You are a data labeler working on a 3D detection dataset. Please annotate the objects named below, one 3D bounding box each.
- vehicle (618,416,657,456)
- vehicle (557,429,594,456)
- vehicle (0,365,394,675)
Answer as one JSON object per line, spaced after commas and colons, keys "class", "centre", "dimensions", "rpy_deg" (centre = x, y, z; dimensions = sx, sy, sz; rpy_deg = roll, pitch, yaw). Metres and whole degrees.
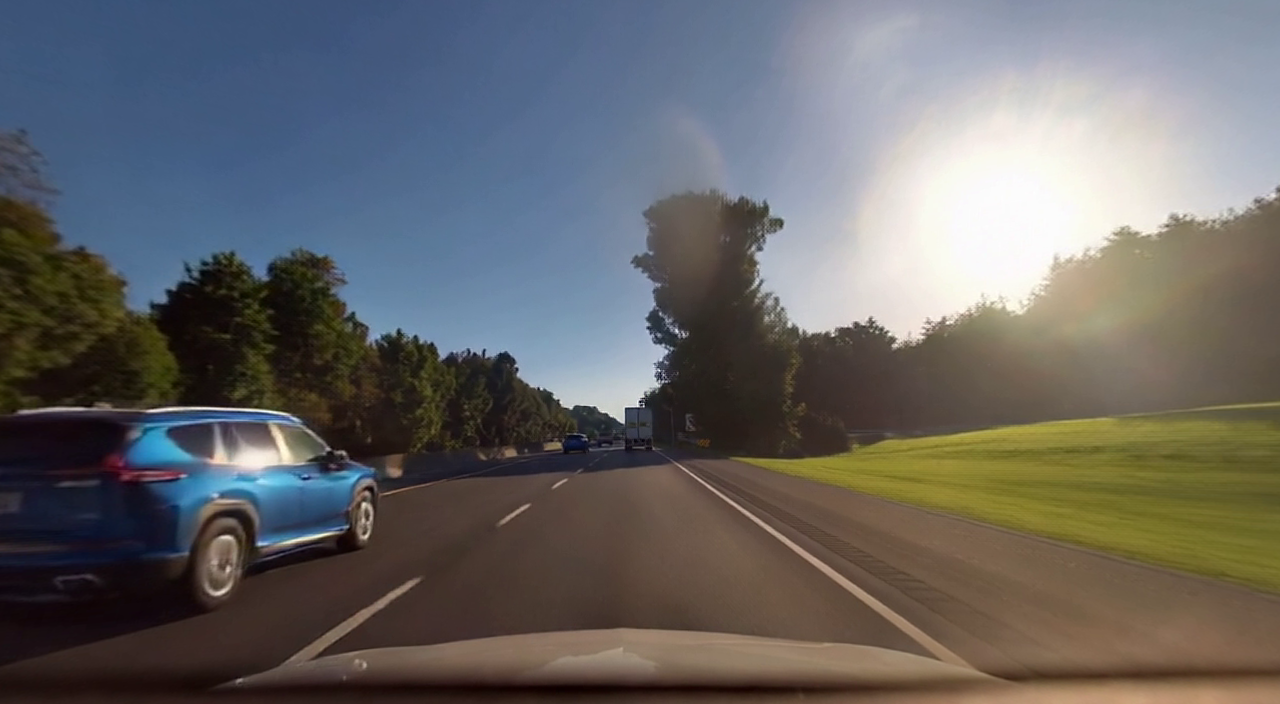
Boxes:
{"class": "vehicle", "centre": [-0.200, 5.742, 42.972], "dimensions": [2.526, 2.531, 5.026], "rpy_deg": [0, -8, -1]}
{"class": "vehicle", "centre": [-4.316, 6.134, 42.937], "dimensions": [2.049, 1.726, 4.291], "rpy_deg": [0, -8, 1]}
{"class": "vehicle", "centre": [-4.076, 1.184, 5.579], "dimensions": [2.045, 1.655, 4.301], "rpy_deg": [0, -8, 0]}
